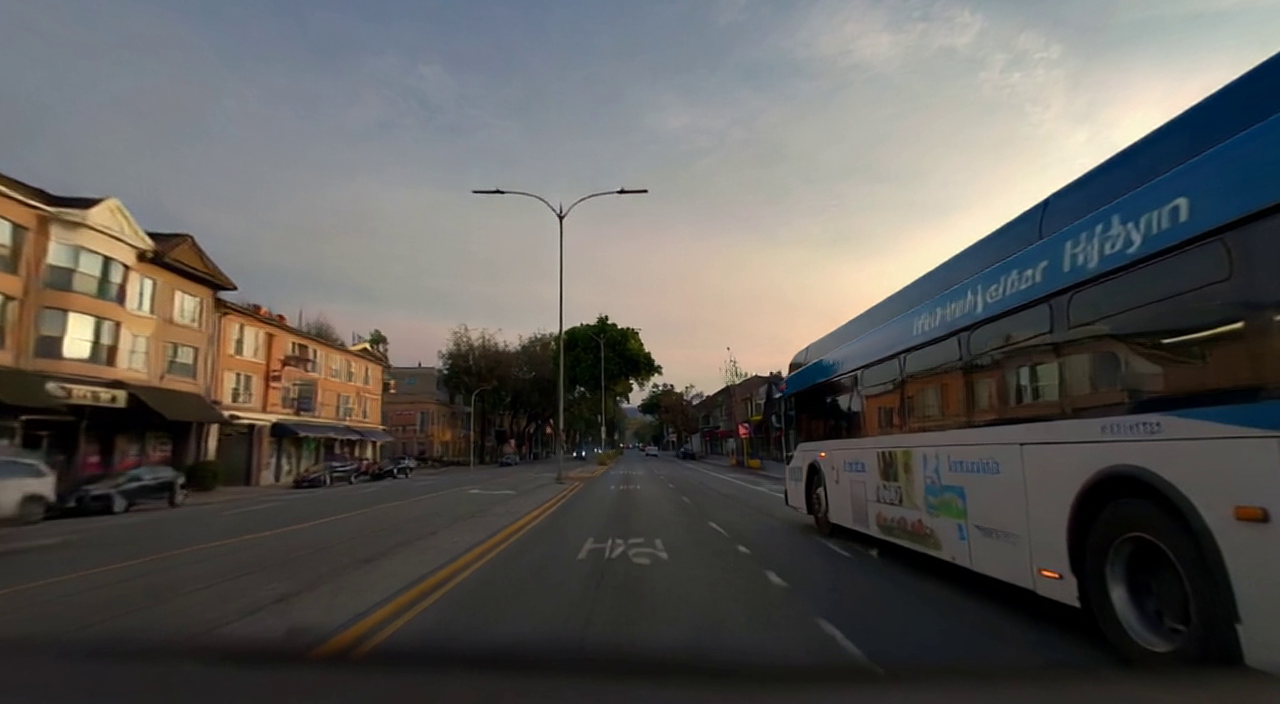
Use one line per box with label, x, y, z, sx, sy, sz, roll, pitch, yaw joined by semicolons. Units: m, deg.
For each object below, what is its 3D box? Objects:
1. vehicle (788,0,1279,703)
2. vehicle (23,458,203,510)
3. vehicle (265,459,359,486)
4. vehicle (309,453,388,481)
vehicle;4.384;0.427;4.935;3.194;3.345;12.428;0;-9;-1
vehicle;-17.897;4.485;21.652;4.246;1.612;1.914;1;-9;-7
vehicle;-19.340;7.098;37.397;4.522;1.469;1.840;1;-9;-4
vehicle;-19.619;7.745;42.673;4.325;1.777;1.948;0;-9;0
